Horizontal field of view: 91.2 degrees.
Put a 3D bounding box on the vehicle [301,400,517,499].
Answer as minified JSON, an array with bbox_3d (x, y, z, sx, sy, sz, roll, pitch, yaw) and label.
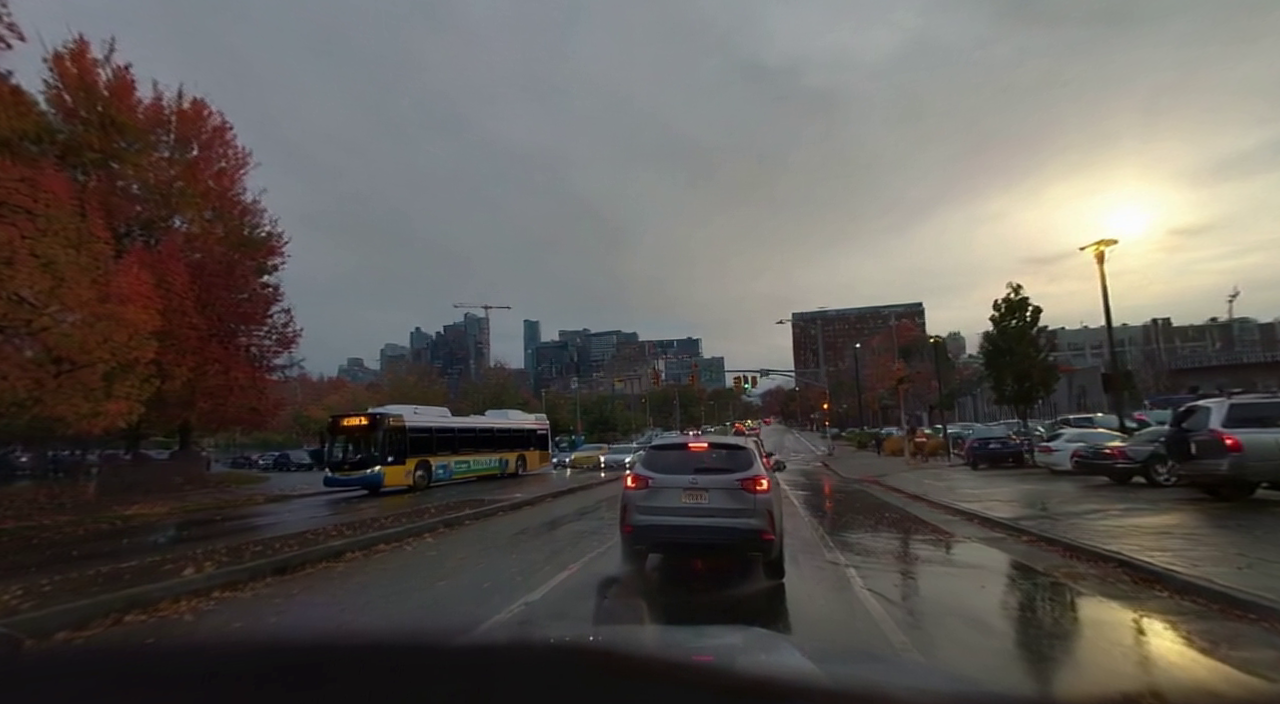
[{"bbox_3d":[-8.820,4.119,26.558,3.189,3.205,11.526,-2,-9,9],"label":"vehicle"}]

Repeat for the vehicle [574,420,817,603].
[{"bbox_3d":[0.828,1.676,7.485,2.092,1.507,4.078,-2,-9,11],"label":"vehicle"}]

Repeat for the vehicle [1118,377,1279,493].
[{"bbox_3d":[12.571,1.586,11.903,4.856,2.020,2.311,-2,-9,12],"label":"vehicle"}]

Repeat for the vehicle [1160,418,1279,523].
[{"bbox_3d":[11.418,1.664,9.480,4.894,1.451,2.089,-5,-10,11],"label":"vehicle"}]

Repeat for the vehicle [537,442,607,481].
[{"bbox_3d":[-3.212,5.298,30.645,2.263,1.707,4.640,-1,-9,8],"label":"vehicle"}]
